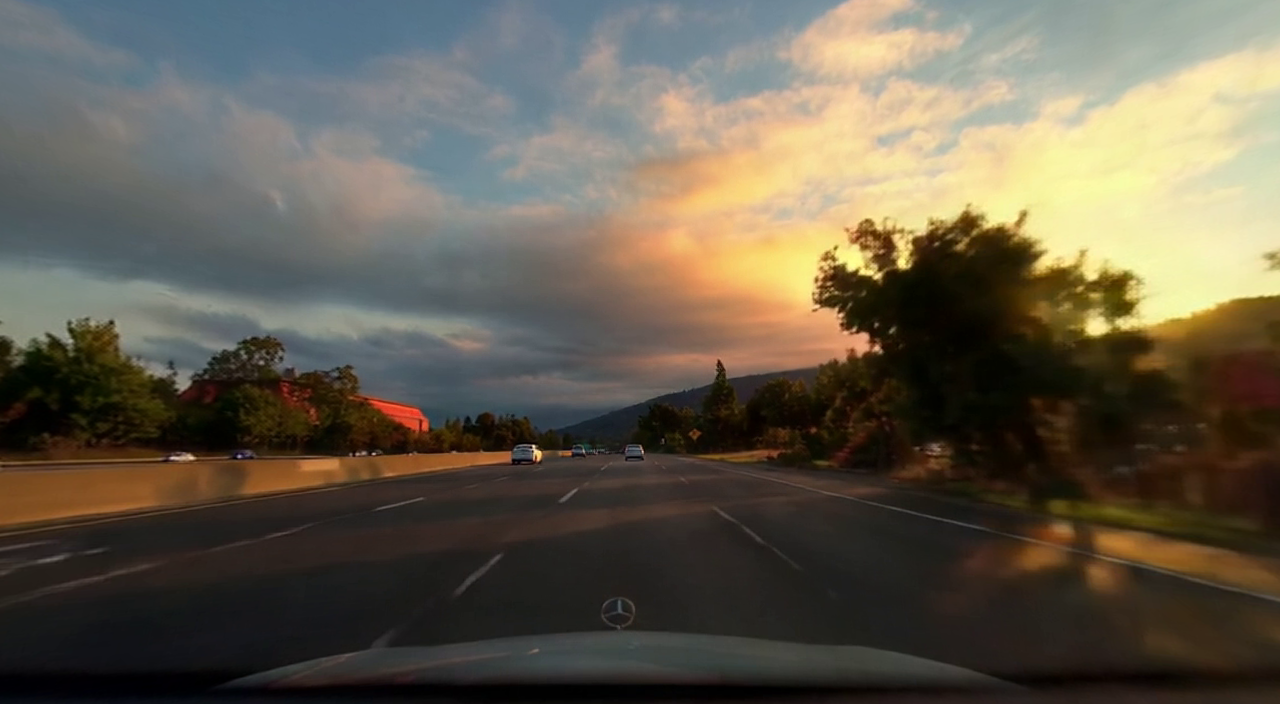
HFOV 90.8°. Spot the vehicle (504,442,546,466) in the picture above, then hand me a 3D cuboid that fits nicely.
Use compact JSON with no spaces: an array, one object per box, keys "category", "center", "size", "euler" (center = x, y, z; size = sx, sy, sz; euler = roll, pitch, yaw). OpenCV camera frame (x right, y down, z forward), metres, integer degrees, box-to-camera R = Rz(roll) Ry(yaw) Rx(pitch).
[{"category":"vehicle","center":[-7.847,6.997,43.456],"size":[1.991,1.572,4.314],"euler":[0,-9,0]}]
